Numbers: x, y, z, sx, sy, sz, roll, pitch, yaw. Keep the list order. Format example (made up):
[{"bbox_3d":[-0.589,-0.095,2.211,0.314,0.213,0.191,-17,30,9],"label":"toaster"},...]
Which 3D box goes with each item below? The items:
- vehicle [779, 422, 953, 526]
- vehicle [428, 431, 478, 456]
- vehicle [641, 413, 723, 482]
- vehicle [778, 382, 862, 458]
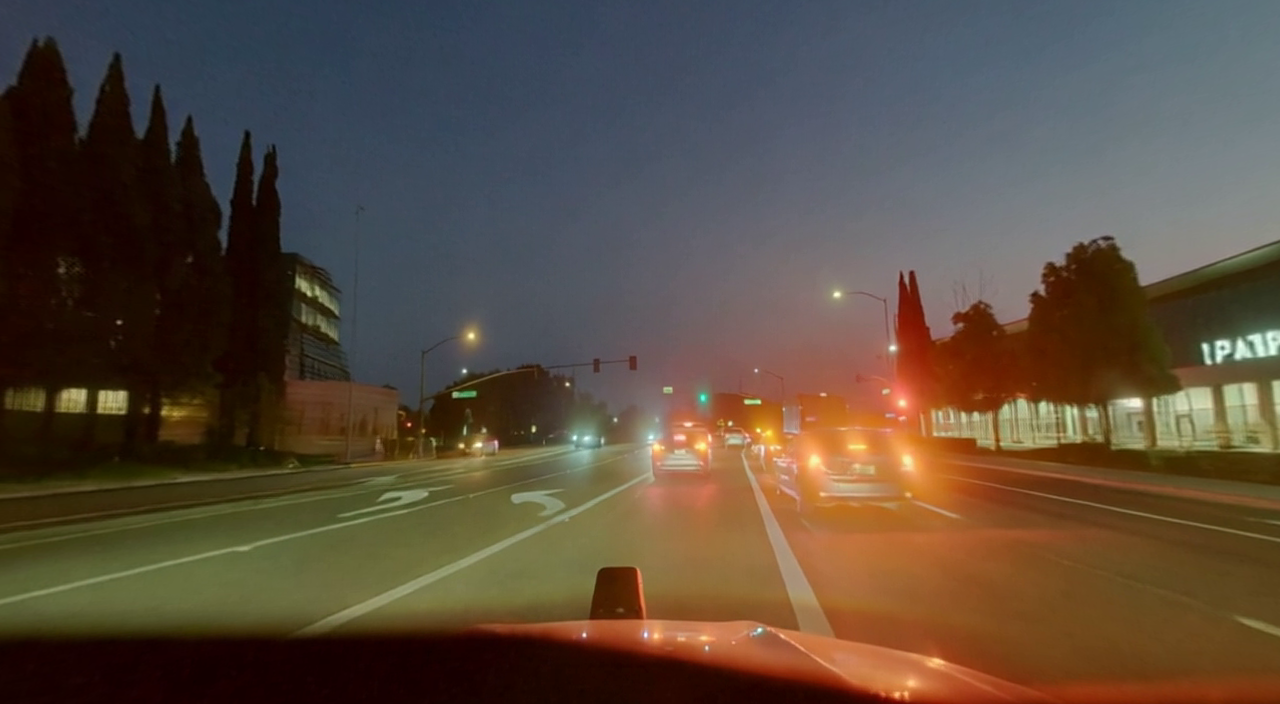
[{"bbox_3d":[3.824,2.139,11.621,2.109,1.500,4.585,-1,-9,8],"label":"vehicle"},{"bbox_3d":[-13.428,6.639,45.394,1.950,1.713,4.406,-1,-9,5],"label":"vehicle"},{"bbox_3d":[1.436,2.984,19.717,2.188,1.892,4.488,-1,-9,8],"label":"vehicle"},{"bbox_3d":[10.269,4.176,36.936,2.965,3.900,9.064,-1,-9,5],"label":"vehicle"}]
